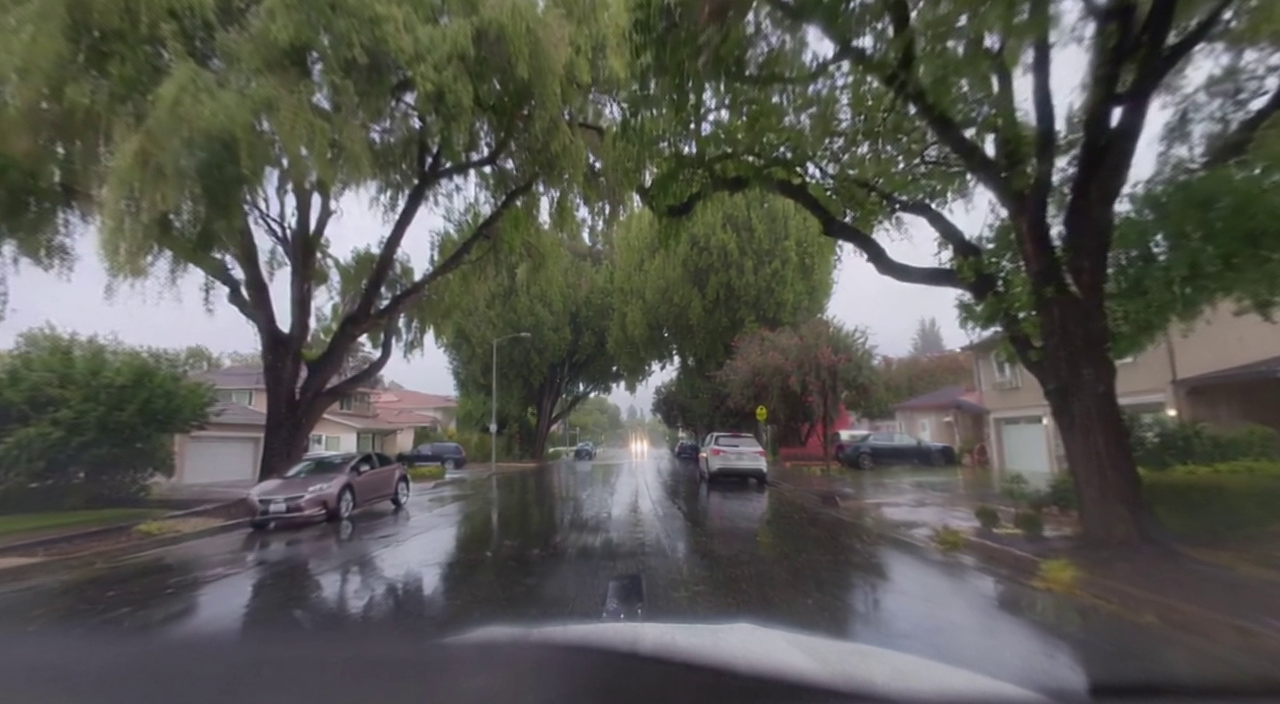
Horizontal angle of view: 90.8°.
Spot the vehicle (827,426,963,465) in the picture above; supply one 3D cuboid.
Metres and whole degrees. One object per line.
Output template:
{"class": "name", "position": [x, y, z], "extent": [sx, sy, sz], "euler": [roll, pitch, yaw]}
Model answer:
{"class": "vehicle", "position": [10.608, 3.955, 26.736], "extent": [5.041, 1.486, 1.969], "euler": [-3, -9, 14]}

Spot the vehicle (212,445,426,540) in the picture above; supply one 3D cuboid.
{"class": "vehicle", "position": [-6.268, 2.732, 13.032], "extent": [2.099, 1.399, 4.357], "euler": [-4, -7, 1]}

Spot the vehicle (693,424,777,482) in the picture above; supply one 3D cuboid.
{"class": "vehicle", "position": [3.316, 3.656, 23.243], "extent": [2.241, 1.875, 5.059], "euler": [0, -8, -1]}

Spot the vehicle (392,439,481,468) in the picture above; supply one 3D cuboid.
{"class": "vehicle", "position": [-12.847, 6.411, 40.045], "extent": [4.928, 1.797, 1.981], "euler": [0, -8, 2]}
